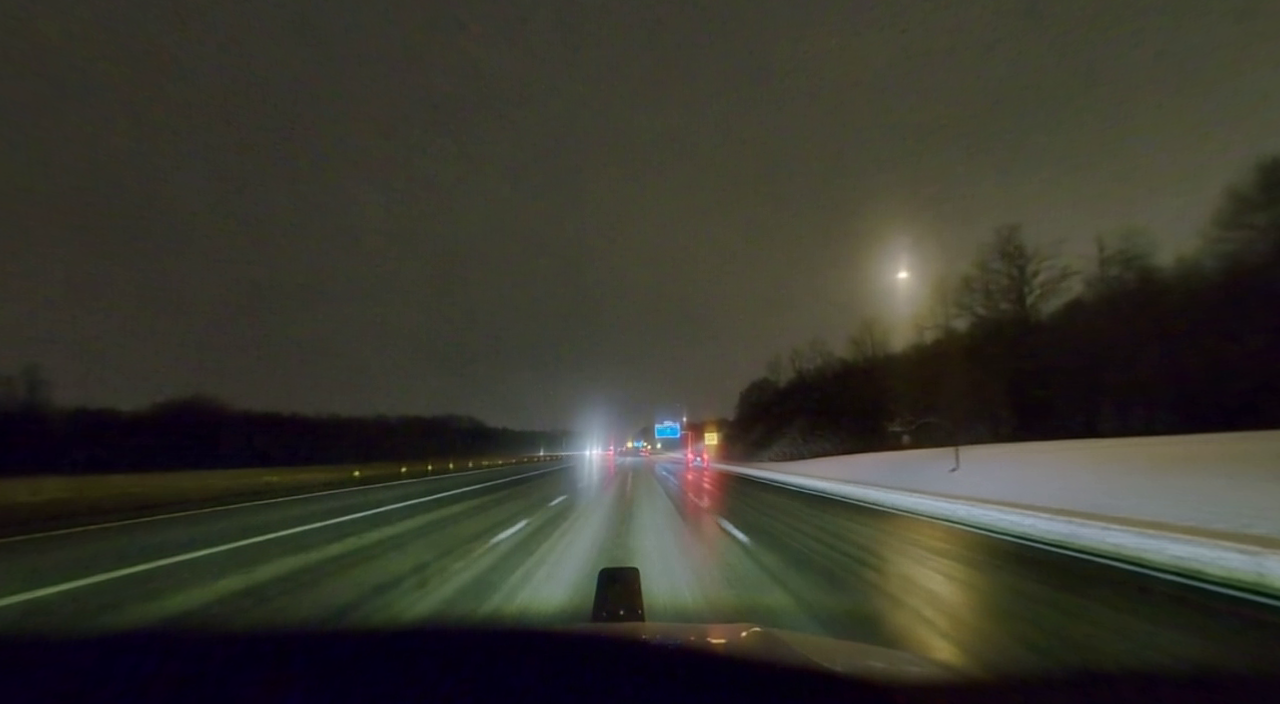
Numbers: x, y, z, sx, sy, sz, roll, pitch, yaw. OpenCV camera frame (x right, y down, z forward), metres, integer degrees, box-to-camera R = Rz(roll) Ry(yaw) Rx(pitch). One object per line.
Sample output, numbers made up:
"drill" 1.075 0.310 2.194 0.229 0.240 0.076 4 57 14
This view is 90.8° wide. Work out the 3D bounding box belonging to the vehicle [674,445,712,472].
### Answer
"vehicle" 3.632 7.404 43.911 2.133 1.746 4.511 0 -9 -1
